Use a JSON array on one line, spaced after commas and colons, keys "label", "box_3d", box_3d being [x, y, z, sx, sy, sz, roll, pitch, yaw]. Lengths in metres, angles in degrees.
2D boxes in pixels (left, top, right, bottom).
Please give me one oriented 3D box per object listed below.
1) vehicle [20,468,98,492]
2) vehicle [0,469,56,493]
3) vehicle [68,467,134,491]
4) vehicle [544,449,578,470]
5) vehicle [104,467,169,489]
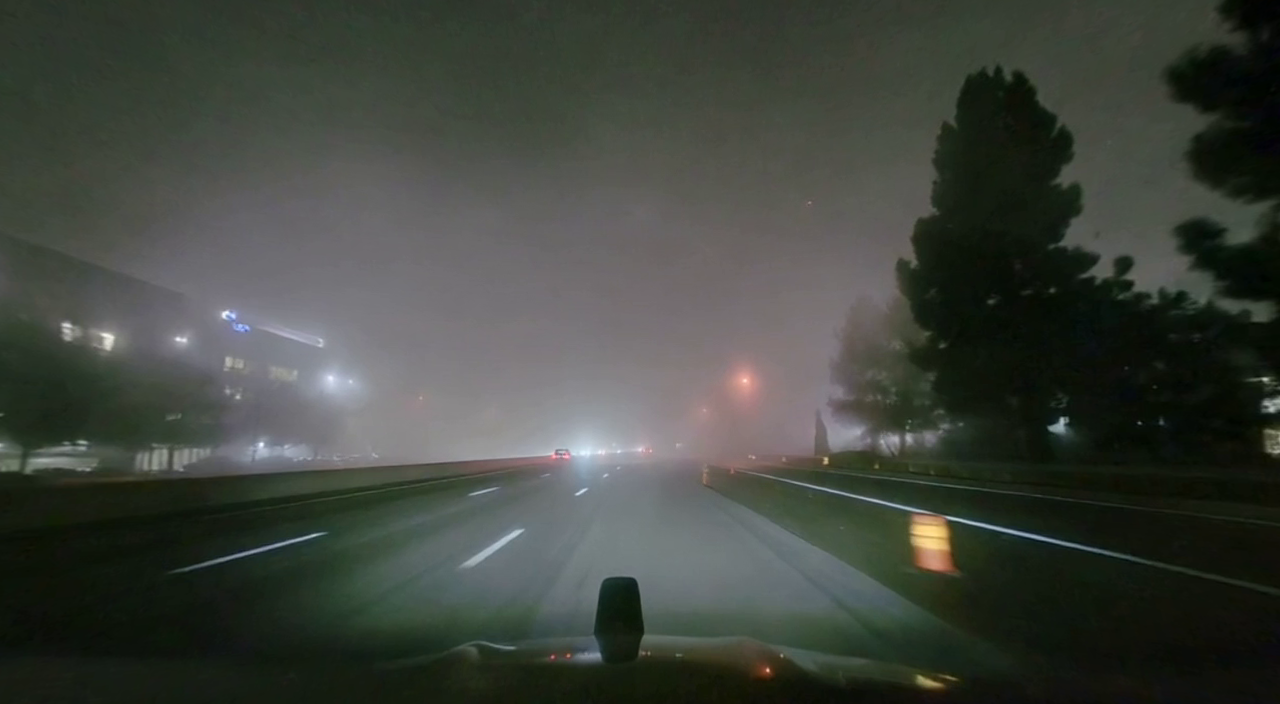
[{"label": "vehicle", "box_3d": [-40.603, 8.939, 44.003, 4.033, 1.451, 1.834, -4, -9, 10]}, {"label": "vehicle", "box_3d": [-40.982, 8.460, 41.381, 3.676, 1.466, 1.819, -2, -9, 12]}, {"label": "vehicle", "box_3d": [-39.951, 9.415, 46.699, 3.623, 1.465, 1.725, -5, -9, 11]}, {"label": "vehicle", "box_3d": [-6.144, 8.408, 49.537, 2.034, 1.539, 4.419, 0, -9, 1]}, {"label": "vehicle", "box_3d": [-39.397, 9.865, 49.273, 4.005, 1.443, 1.819, -5, -9, 14]}]
